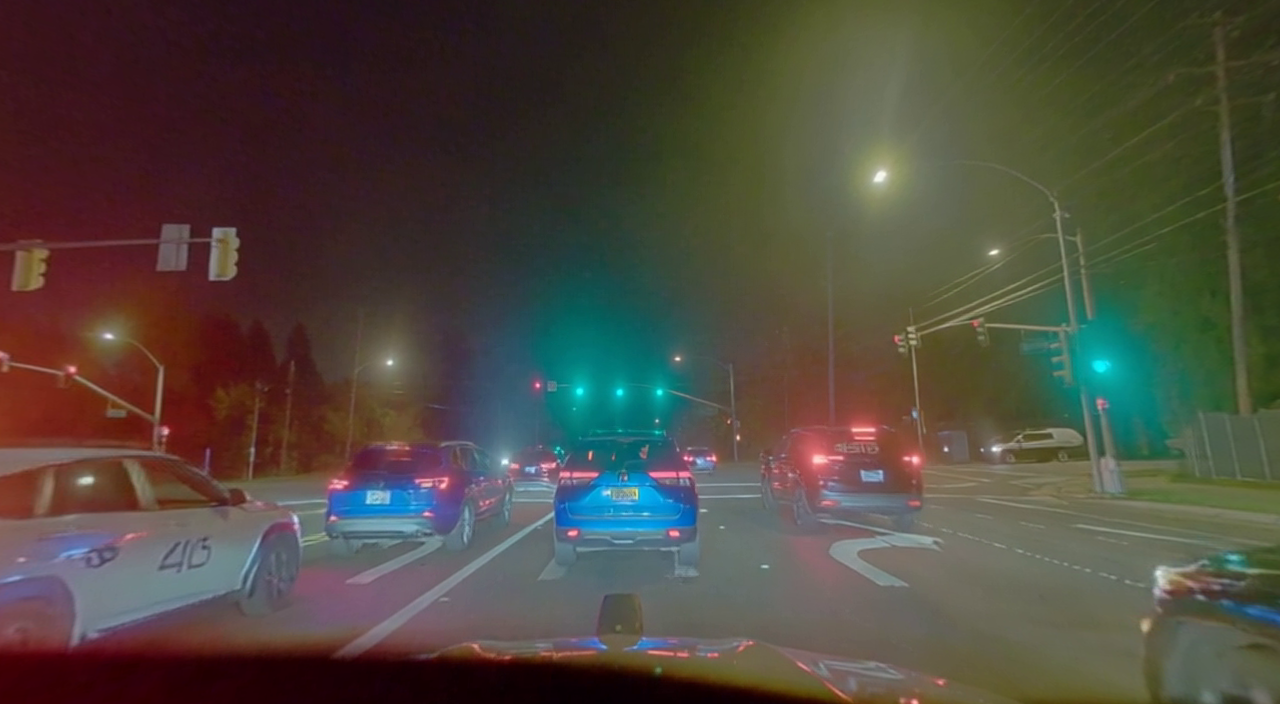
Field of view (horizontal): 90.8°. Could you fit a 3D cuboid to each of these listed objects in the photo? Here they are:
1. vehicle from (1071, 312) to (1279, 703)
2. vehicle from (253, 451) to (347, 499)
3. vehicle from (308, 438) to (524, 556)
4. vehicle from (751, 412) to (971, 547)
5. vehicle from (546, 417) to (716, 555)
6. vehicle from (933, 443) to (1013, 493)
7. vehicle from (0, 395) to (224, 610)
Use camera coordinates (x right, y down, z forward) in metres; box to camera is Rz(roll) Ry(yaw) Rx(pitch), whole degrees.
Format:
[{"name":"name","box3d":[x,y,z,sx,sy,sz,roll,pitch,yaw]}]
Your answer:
[{"name":"vehicle","box3d":[2.752,0.498,0.211,2.034,1.655,4.465,0,-9,0]},{"name":"vehicle","box3d":[-11.833,4.251,22.343,1.974,1.491,4.450,3,-9,-16]},{"name":"vehicle","box3d":[-3.253,2.181,10.294,1.881,1.466,4.484,0,-9,0]},{"name":"vehicle","box3d":[3.364,2.058,10.804,1.999,1.789,4.583,0,-9,-1]},{"name":"vehicle","box3d":[-0.103,1.986,9.998,2.111,1.712,4.078,0,-9,0]},{"name":"vehicle","box3d":[11.197,3.790,21.080,1.913,1.457,4.298,-5,-10,32]},{"name":"vehicle","box3d":[-6.515,1.356,5.865,2.116,1.812,4.609,0,-9,0]}]
